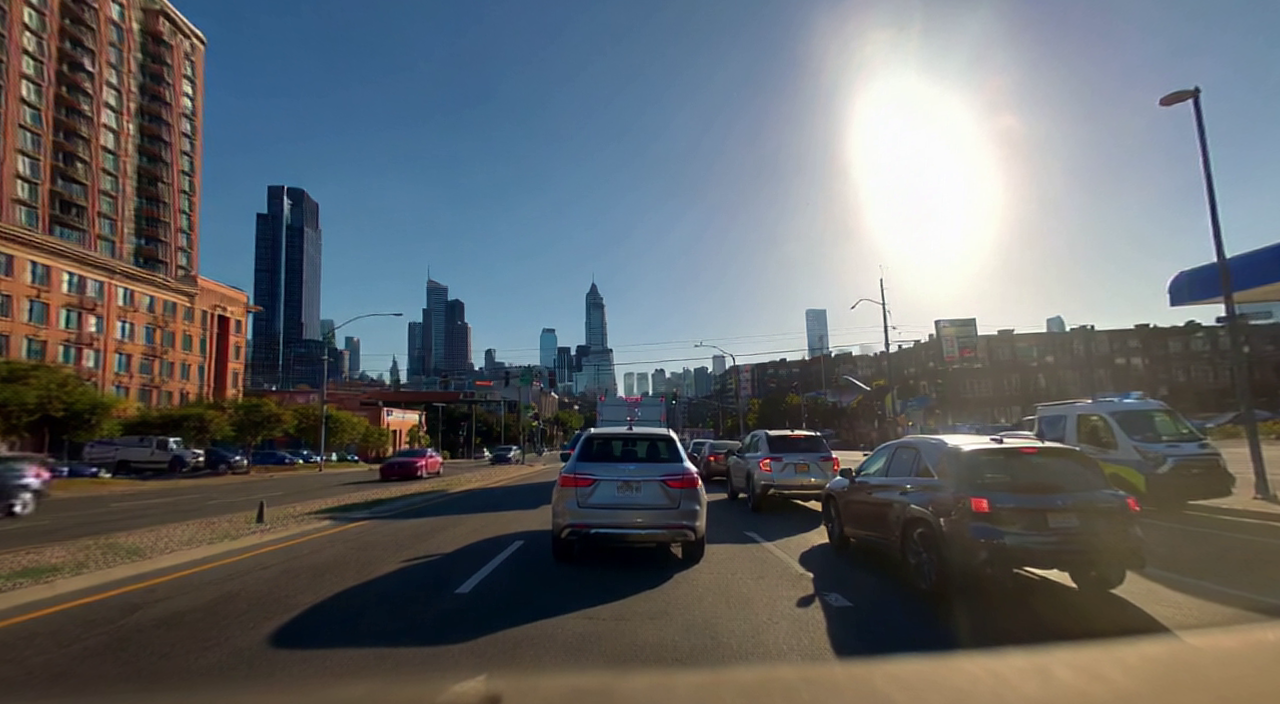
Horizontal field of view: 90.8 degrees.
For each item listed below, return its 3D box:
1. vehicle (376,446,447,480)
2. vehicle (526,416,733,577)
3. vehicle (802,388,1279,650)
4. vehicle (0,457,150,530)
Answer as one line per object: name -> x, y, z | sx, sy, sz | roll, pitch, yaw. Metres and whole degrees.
vehicle -> -11.402, 5.547, 31.863 | 1.955, 1.546, 4.232 | 0, -9, 1
vehicle -> -0.151, 1.761, 8.387 | 2.106, 1.613, 3.697 | 0, -9, -1
vehicle -> 3.365, 1.422, 6.439 | 2.056, 1.700, 4.399 | 0, -9, -3
vehicle -> -14.681, 3.335, 15.299 | 2.011, 1.465, 4.528 | 0, -9, 0
